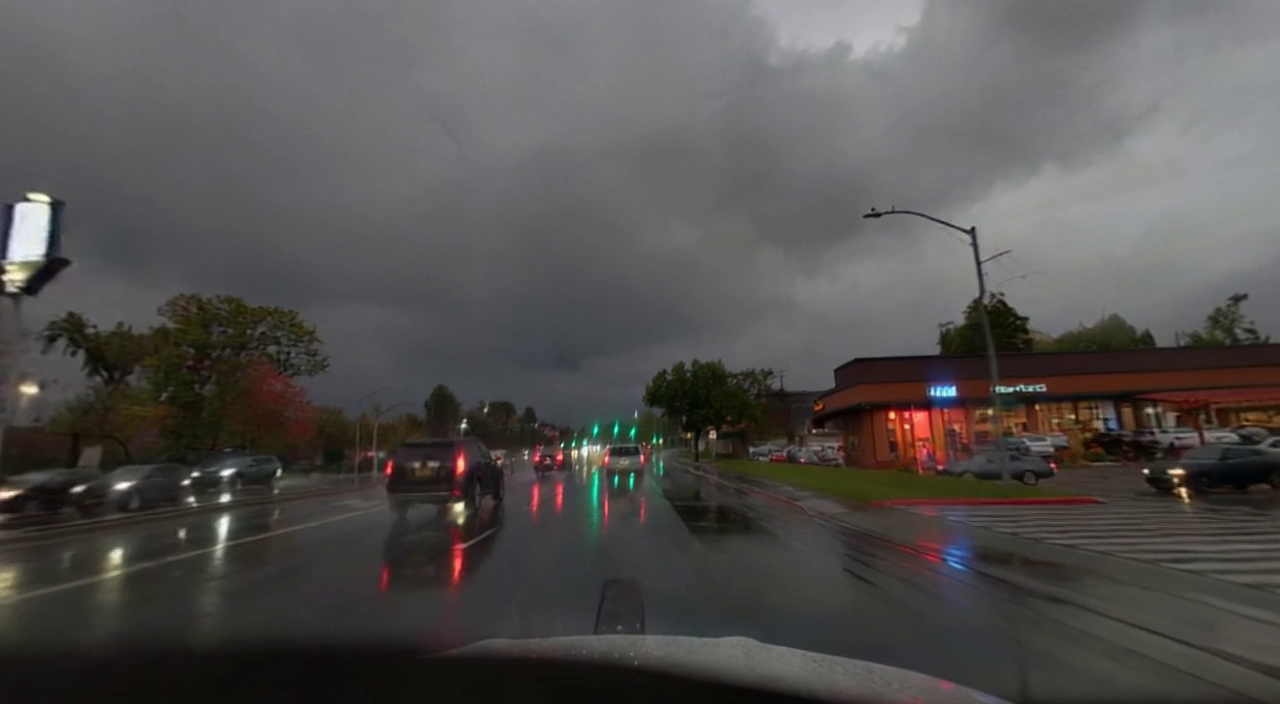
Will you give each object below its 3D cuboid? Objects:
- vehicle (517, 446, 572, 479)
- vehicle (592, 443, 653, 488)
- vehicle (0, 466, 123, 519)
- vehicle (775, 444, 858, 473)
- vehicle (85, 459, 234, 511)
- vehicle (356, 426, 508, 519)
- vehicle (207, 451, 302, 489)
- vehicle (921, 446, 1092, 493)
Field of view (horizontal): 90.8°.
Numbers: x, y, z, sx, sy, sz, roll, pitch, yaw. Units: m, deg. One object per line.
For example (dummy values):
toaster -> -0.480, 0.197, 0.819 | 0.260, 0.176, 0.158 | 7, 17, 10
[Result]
vehicle -> -4.658, 5.435, 31.392 | 1.973, 1.456, 4.850 | 0, -9, 0
vehicle -> -0.633, 4.114, 23.242 | 2.061, 1.469, 3.954 | 0, -9, -2
vehicle -> -20.164, 4.617, 21.106 | 1.937, 1.434, 4.629 | -1, -9, -1
vehicle -> 12.217, 7.384, 43.894 | 5.102, 1.889, 2.038 | 0, -8, -4
vehicle -> -16.717, 4.594, 22.328 | 1.908, 1.514, 4.403 | -1, -9, -2
vehicle -> -4.575, 2.713, 14.754 | 2.096, 1.807, 4.413 | 0, -9, -1
vehicle -> -23.103, 7.047, 38.207 | 2.221, 2.017, 5.861 | -1, -9, -2
vehicle -> 13.363, 4.291, 23.329 | 4.877, 1.603, 2.197 | -1, -9, 4
